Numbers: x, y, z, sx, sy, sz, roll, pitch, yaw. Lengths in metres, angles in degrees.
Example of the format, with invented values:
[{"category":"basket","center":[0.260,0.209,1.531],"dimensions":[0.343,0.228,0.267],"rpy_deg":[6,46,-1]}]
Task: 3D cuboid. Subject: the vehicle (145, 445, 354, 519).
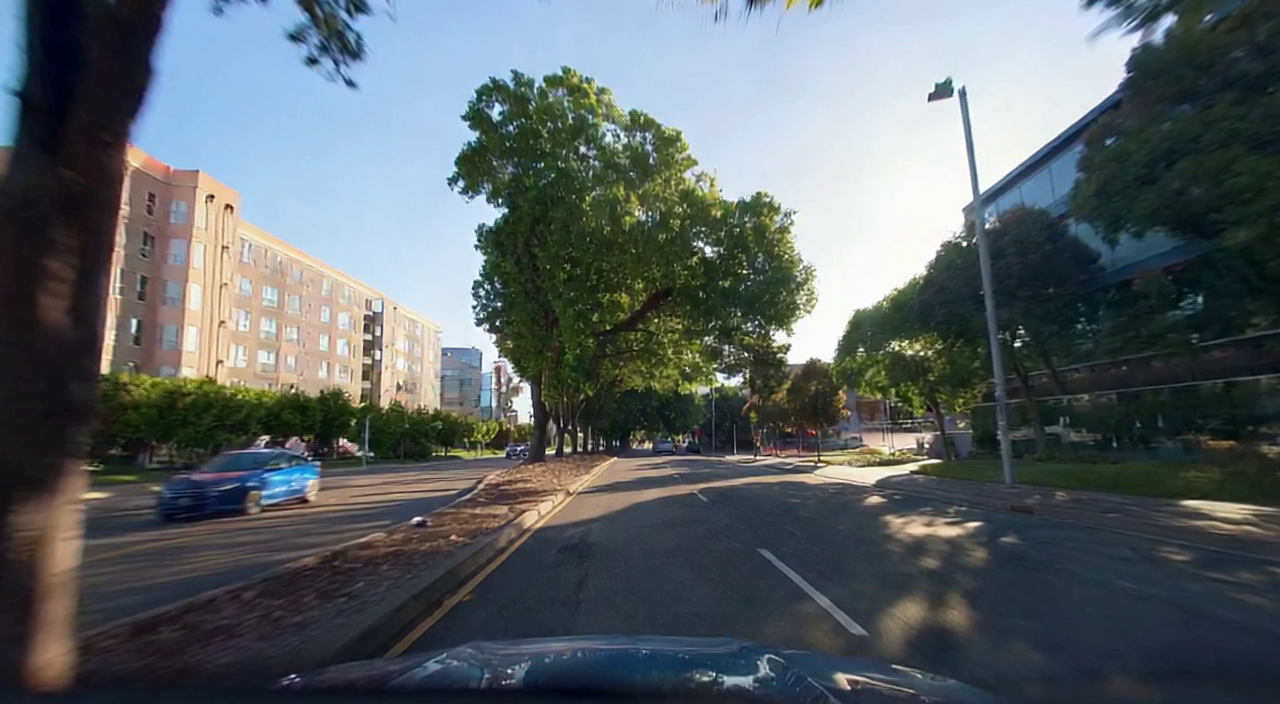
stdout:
[{"category":"vehicle","center":[-8.772,2.919,14.816],"dimensions":[1.882,1.437,4.672],"rpy_deg":[0,-8,0]}]
